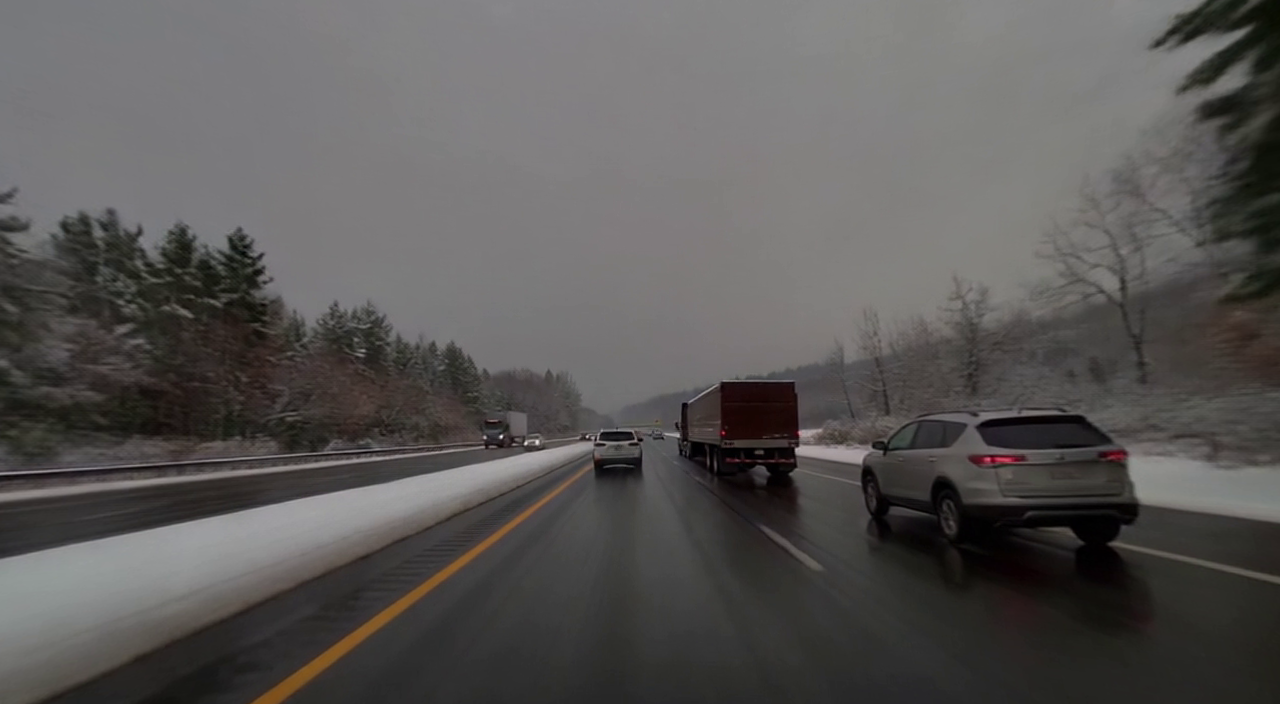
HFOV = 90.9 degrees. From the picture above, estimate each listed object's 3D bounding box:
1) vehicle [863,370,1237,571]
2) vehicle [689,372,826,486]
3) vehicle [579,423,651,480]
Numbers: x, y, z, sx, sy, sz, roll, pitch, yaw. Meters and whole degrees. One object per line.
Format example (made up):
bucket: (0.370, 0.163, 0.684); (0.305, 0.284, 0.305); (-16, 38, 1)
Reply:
vehicle: (4.626, 1.381, 8.037); (2.011, 1.905, 3.905); (0, -8, -2)
vehicle: (3.448, 2.597, 21.064); (2.723, 3.027, 8.478); (0, -8, -1)
vehicle: (-0.742, 3.185, 20.567); (2.082, 1.638, 4.055); (0, -8, 0)
